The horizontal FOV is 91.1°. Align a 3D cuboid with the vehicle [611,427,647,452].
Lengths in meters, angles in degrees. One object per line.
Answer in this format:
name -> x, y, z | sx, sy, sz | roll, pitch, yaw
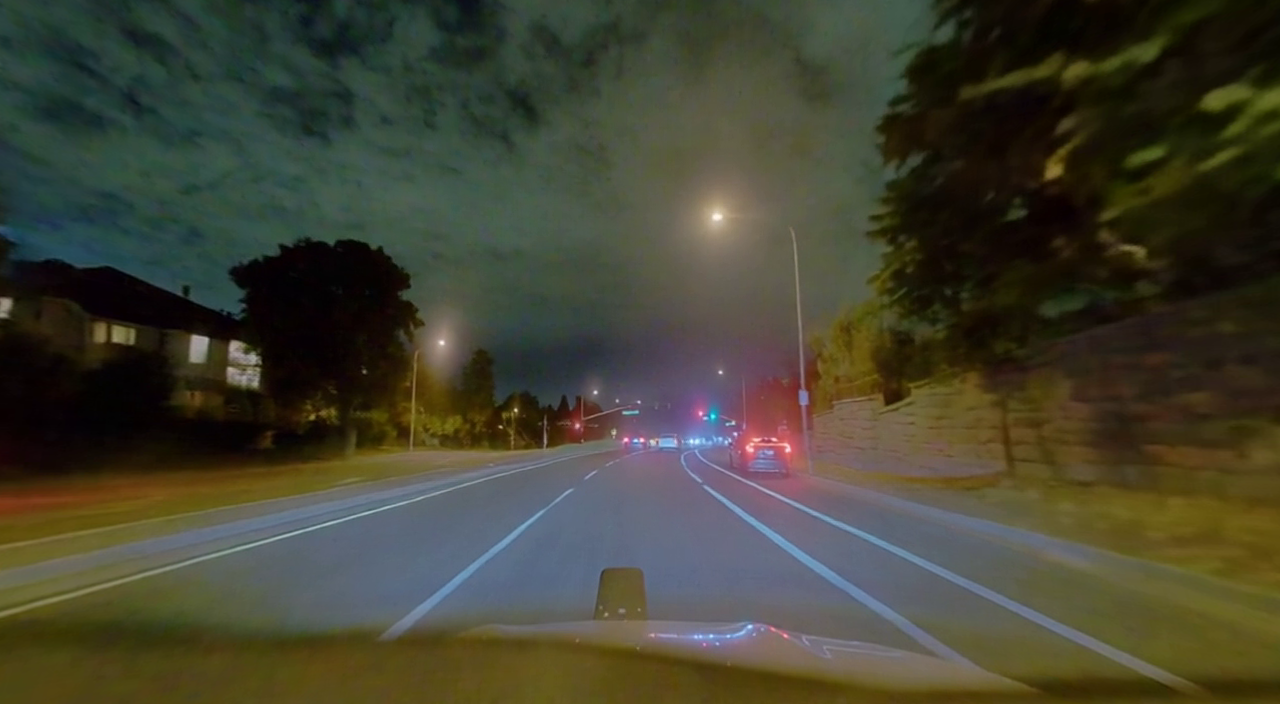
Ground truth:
vehicle -> -0.800, 6.858, 49.141 | 2.152, 1.822, 4.391 | -1, -8, 9
